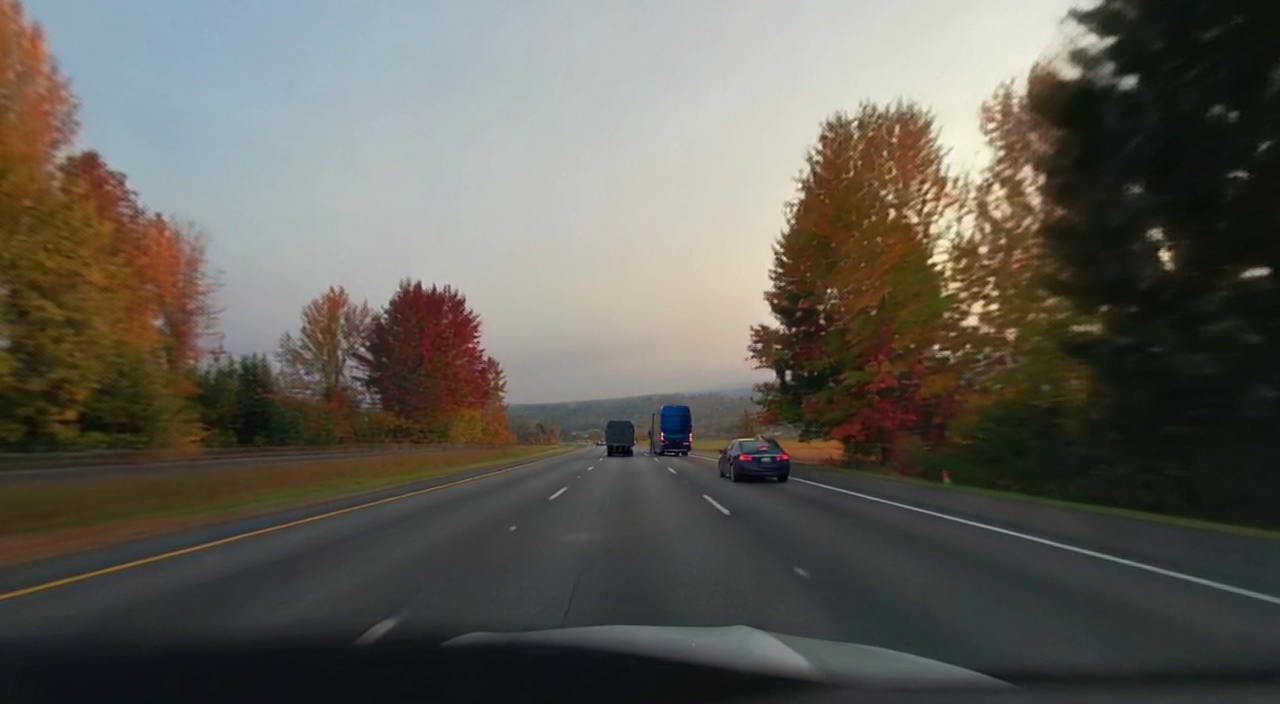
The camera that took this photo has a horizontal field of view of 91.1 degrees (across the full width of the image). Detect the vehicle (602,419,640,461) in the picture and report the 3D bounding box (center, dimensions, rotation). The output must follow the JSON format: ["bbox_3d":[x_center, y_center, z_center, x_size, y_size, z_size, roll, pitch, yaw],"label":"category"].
[{"bbox_3d":[-1.236,5.947,42.476,2.389,2.637,5.437,0,-8,-1],"label":"vehicle"}]

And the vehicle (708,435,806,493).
[{"bbox_3d":[3.331,3.238,18.776,1.962,1.508,4.363,0,-8,-2],"label":"vehicle"}]
